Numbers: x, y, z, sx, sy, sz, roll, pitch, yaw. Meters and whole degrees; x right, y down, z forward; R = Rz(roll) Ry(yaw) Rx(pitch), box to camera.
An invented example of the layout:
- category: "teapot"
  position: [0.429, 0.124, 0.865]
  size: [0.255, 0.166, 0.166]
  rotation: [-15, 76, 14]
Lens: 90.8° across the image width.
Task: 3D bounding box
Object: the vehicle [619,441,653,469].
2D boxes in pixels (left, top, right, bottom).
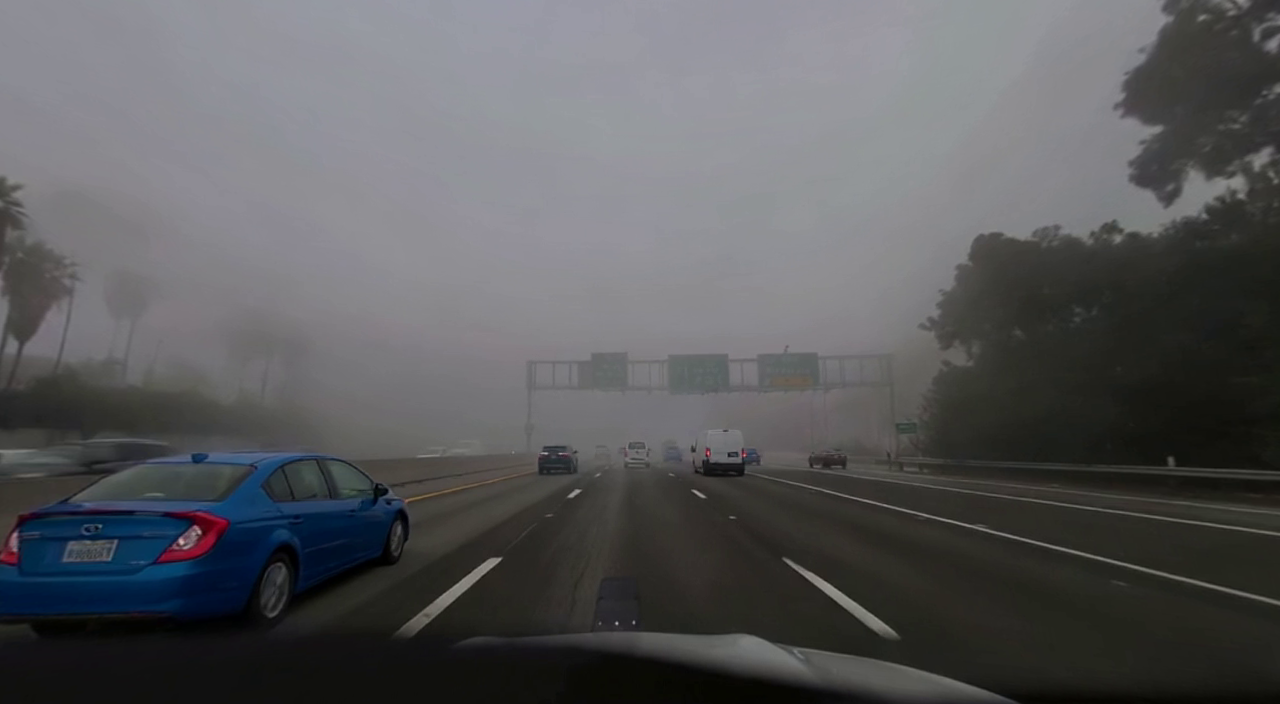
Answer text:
- category: "vehicle"
  position: [-0.302, 7.016, 43.135]
  size: [2.212, 1.786, 4.198]
  rotation: [0, -9, -1]

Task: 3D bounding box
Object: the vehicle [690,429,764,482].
- category: "vehicle"
  position: [3.624, 4.492, 27.682]
  size: [2.250, 2.074, 5.723]
  rotation: [0, -9, -2]

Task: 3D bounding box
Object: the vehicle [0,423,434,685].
- category: "vehicle"
  position: [-3.638, 1.481, 5.830]
  size: [1.991, 1.469, 4.381]
  rotation: [0, -9, 0]

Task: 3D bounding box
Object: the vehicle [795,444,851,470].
- category: "vehicle"
  position: [11.628, 6.733, 40.597]
  size: [2.010, 1.535, 4.980]
  rotation: [0, -9, -1]

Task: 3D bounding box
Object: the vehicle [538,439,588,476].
- category: "vehicle"
  position: [-4.049, 5.641, 33.965]
  size: [2.109, 1.793, 4.613]
  rotation: [0, -9, 0]
